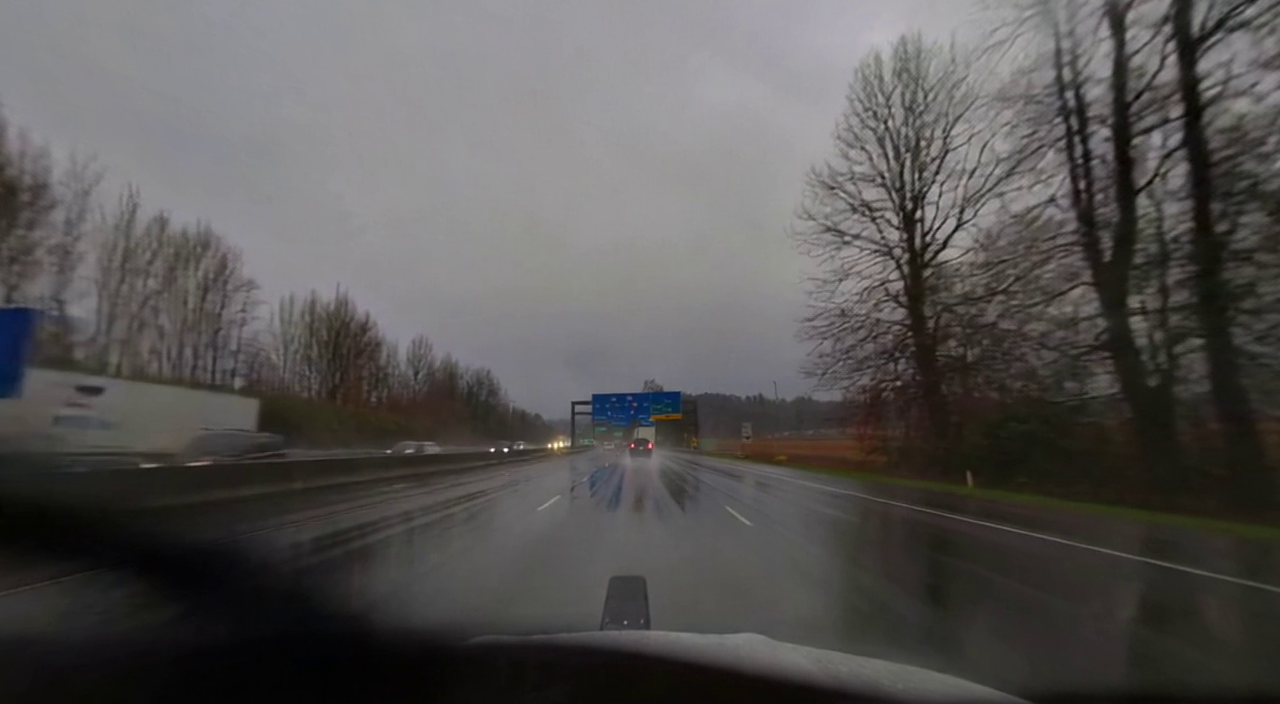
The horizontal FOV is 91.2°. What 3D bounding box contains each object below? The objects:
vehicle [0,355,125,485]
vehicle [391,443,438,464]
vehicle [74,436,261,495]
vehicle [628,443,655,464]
[{"bbox_3d":[-21.065,2.007,18.673,2.940,3.918,9.839,0,-9,0],"label":"vehicle"},{"bbox_3d":[-17.263,7.767,48.309,1.927,1.509,4.717,0,-8,0],"label":"vehicle"},{"bbox_3d":[-13.453,3.237,18.345,1.845,1.493,4.625,0,-8,0],"label":"vehicle"},{"bbox_3d":[0.099,7.469,46.345,1.859,1.478,3.799,0,-8,0],"label":"vehicle"}]
